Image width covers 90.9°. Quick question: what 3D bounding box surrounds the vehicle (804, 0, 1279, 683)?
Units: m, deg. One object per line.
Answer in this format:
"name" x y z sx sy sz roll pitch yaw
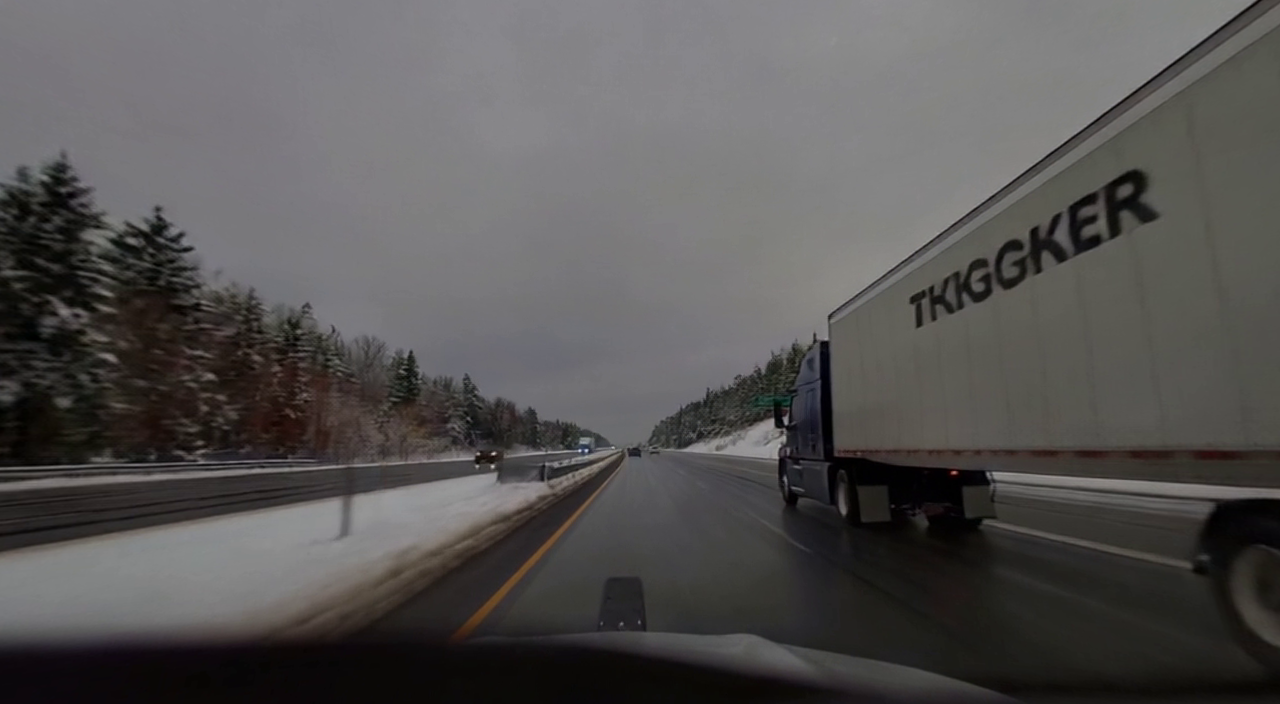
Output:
"vehicle" 5.009 0.148 5.772 2.983 4.030 14.444 0 -9 -1
